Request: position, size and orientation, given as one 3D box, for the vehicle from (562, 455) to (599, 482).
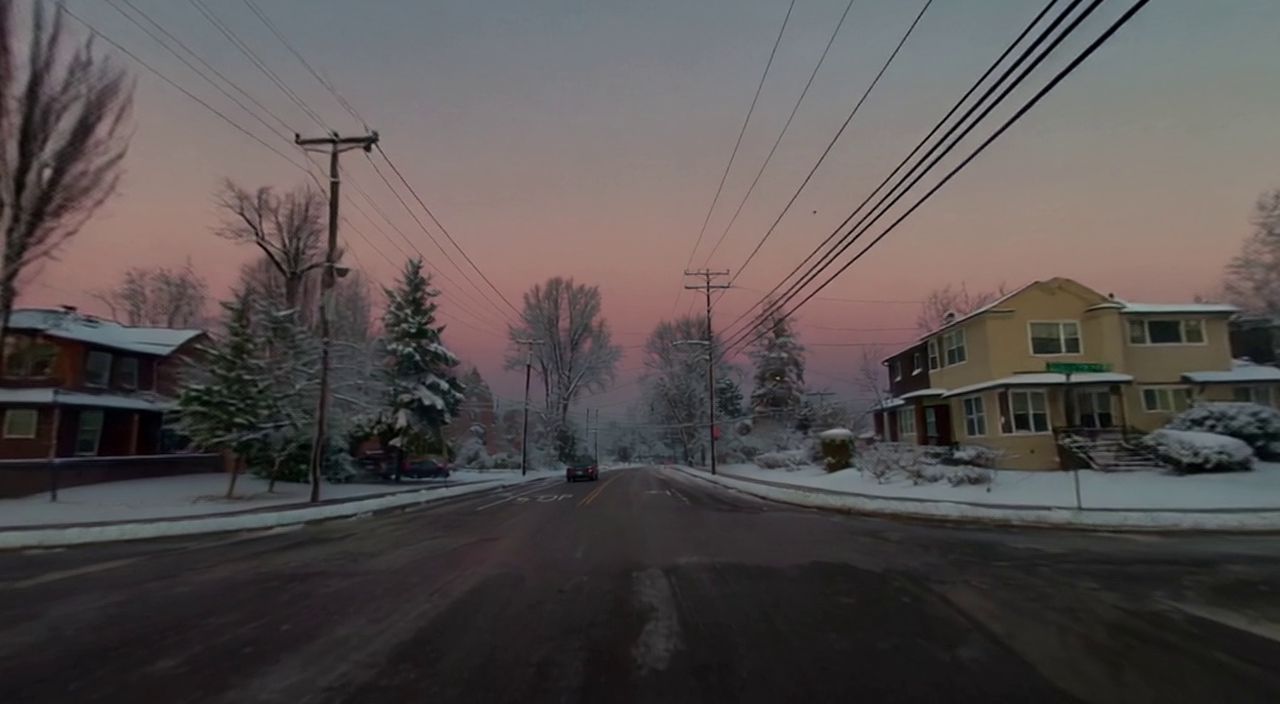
[{"bbox_3d":[-3.761,7.439,40.506,1.935,1.595,3.972,0,-9,1],"label":"vehicle"}]
